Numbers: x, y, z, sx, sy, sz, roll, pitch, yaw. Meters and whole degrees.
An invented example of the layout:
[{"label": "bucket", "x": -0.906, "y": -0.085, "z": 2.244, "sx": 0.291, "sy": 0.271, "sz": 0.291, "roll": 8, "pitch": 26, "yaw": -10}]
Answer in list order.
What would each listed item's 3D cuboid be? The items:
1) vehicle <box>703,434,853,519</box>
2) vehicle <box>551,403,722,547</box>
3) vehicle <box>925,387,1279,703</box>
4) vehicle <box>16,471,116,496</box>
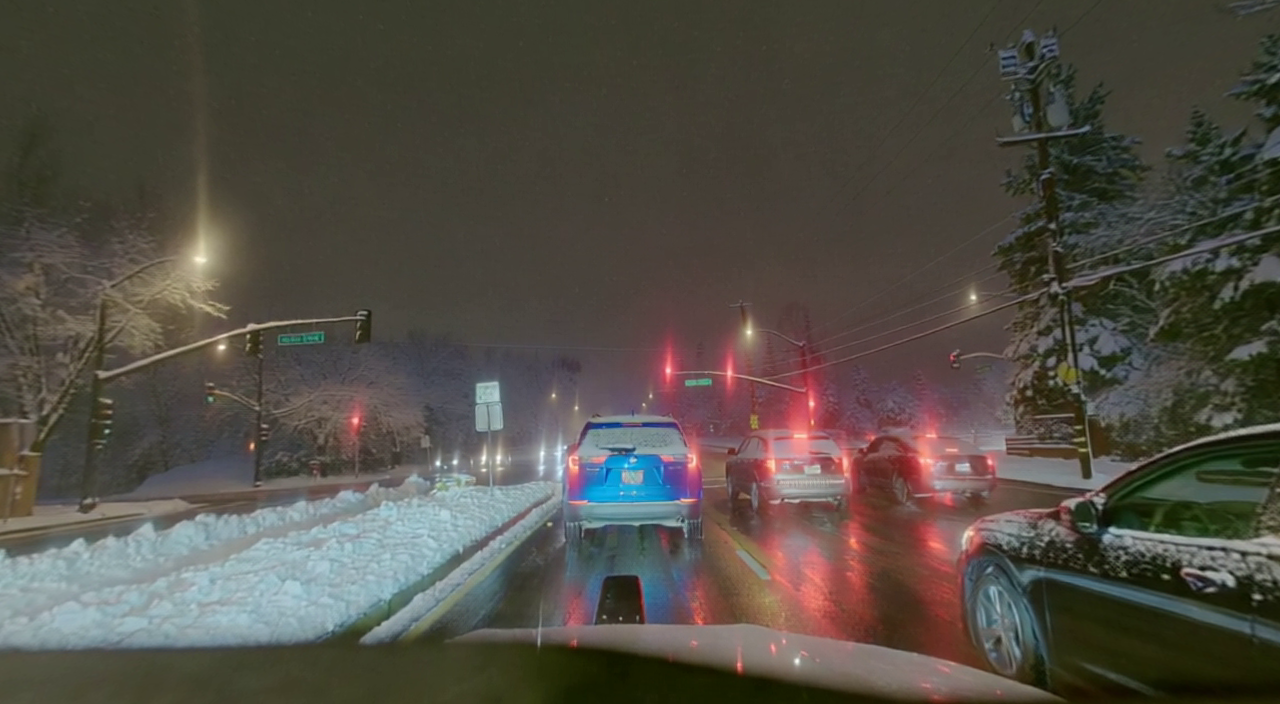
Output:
[{"label": "vehicle", "x": 2.659, "y": 2.523, "z": 13.355, "sx": 2.025, "sy": 1.477, "sz": 4.333, "roll": 0, "pitch": -9, "yaw": -2}, {"label": "vehicle", "x": -0.127, "y": 1.970, "z": 10.758, "sx": 2.236, "sy": 1.856, "sz": 4.816, "roll": 0, "pitch": -9, "yaw": -2}, {"label": "vehicle", "x": 2.729, "y": 0.808, "z": 1.571, "sx": 2.004, "sy": 1.460, "sz": 4.297, "roll": 0, "pitch": -9, "yaw": 0}, {"label": "vehicle", "x": -38.349, "y": 8.777, "z": 42.308, "sx": 4.569, "sy": 1.505, "sz": 1.992, "roll": 0, "pitch": -9, "yaw": -5}]
